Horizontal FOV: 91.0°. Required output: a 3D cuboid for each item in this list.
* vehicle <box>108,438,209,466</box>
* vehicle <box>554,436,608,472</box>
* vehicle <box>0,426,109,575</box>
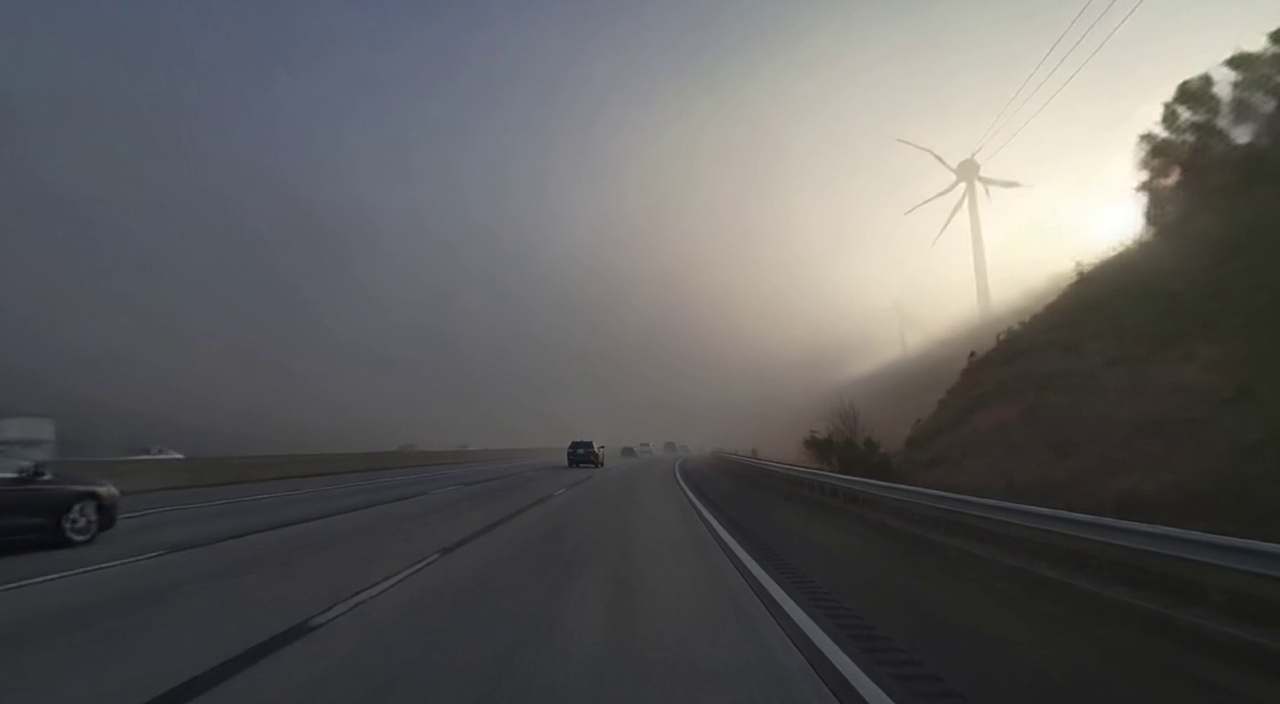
[{"bbox_3d":[-28.188,5.862,37.098,1.872,1.541,4.980,0,-9,2],"label":"vehicle"},{"bbox_3d":[-2.934,5.202,32.348,2.118,1.702,4.355,0,-8,3],"label":"vehicle"},{"bbox_3d":[-7.694,1.382,5.443,2.015,1.537,4.728,0,-9,1],"label":"vehicle"}]
